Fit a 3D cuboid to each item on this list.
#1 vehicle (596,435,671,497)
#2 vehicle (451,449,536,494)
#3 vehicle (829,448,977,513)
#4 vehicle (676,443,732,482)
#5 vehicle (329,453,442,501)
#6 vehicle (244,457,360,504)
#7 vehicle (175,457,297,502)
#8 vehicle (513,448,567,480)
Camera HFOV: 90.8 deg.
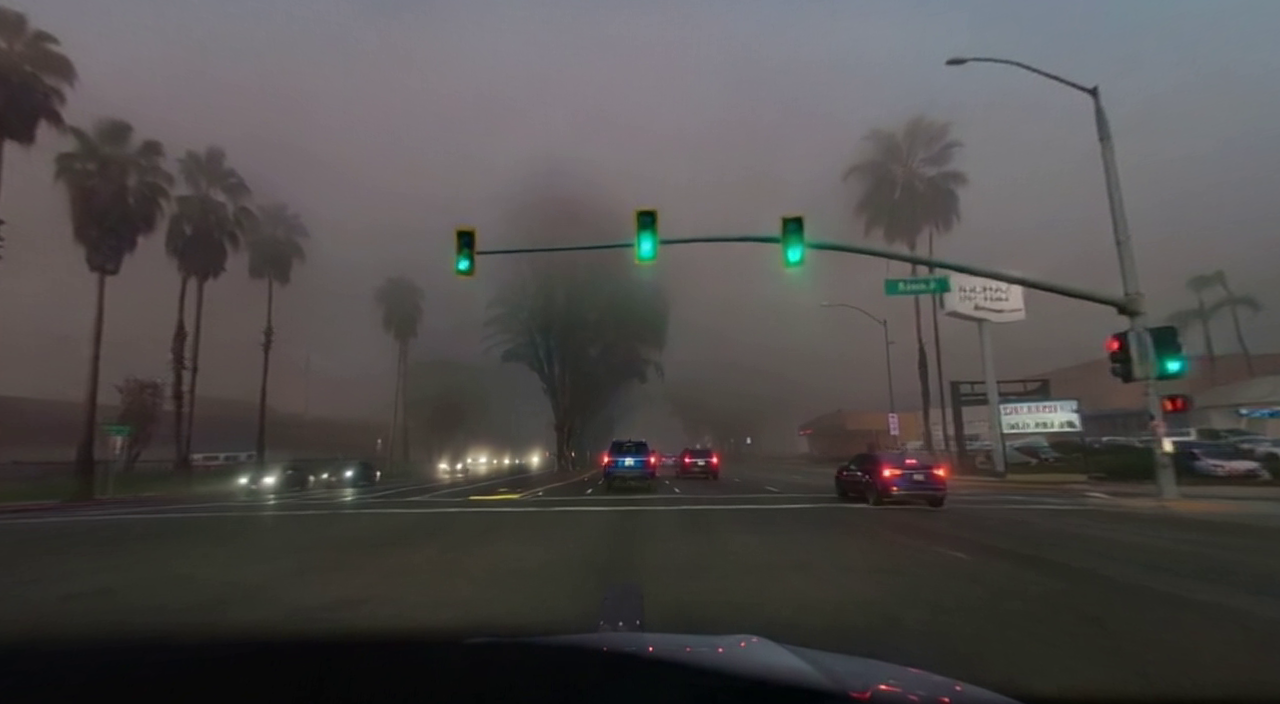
[{"bbox_3d":[-0.228,3.618,20.408,2.151,1.787,4.109,0,-9,-1],"label":"vehicle"},{"bbox_3d":[-5.221,4.307,23.147,2.030,1.441,4.324,0,-9,1],"label":"vehicle"},{"bbox_3d":[6.705,3.296,16.737,1.944,1.447,4.309,0,-9,-2],"label":"vehicle"},{"bbox_3d":[2.957,5.228,30.180,2.112,1.710,4.234,0,-9,-2],"label":"vehicle"},{"bbox_3d":[-8.604,4.224,21.811,2.061,1.415,4.289,0,-9,1],"label":"vehicle"},{"bbox_3d":[-11.921,4.517,22.624,1.850,1.414,4.184,0,-9,0],"label":"vehicle"},{"bbox_3d":[-15.355,4.839,24.330,2.048,1.494,4.069,0,-9,-2],"label":"vehicle"},{"bbox_3d":[-5.073,5.739,32.637,2.036,1.541,4.107,-1,-9,2],"label":"vehicle"}]
